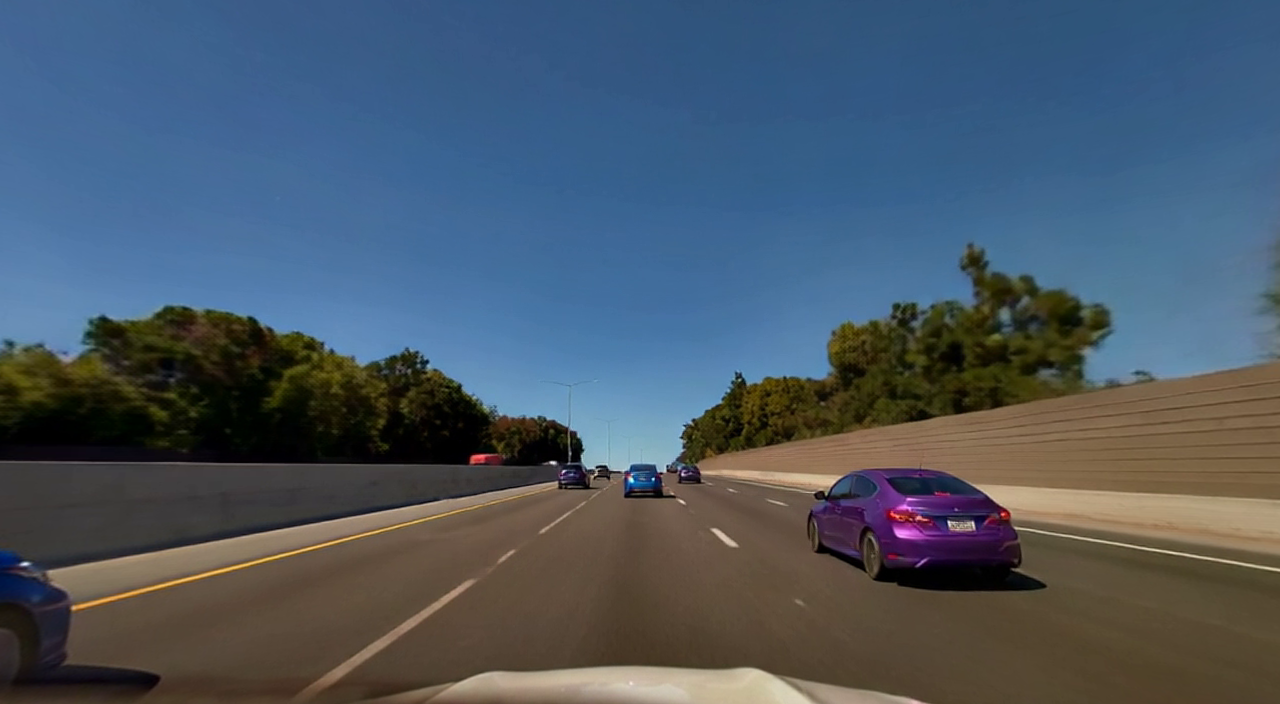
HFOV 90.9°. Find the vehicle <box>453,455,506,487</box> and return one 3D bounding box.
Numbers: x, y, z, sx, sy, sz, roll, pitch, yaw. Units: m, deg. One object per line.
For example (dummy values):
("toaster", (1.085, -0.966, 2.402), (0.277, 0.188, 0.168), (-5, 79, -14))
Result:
("vehicle", (-11.998, 8.963, 47.525), (2.405, 2.227, 5.519), (0, -10, 1))

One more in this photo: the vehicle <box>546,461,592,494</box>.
("vehicle", (-3.933, 7.082, 35.676), (2.021, 1.706, 4.247), (1, -10, 1))

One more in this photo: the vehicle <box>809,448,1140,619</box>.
("vehicle", (3.653, 2.051, 7.854), (1.938, 1.561, 3.786), (1, -10, -1))

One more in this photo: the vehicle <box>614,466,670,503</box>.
("vehicle", (0.093, 5.693, 27.296), (2.241, 1.425, 3.973), (1, -10, 0))
